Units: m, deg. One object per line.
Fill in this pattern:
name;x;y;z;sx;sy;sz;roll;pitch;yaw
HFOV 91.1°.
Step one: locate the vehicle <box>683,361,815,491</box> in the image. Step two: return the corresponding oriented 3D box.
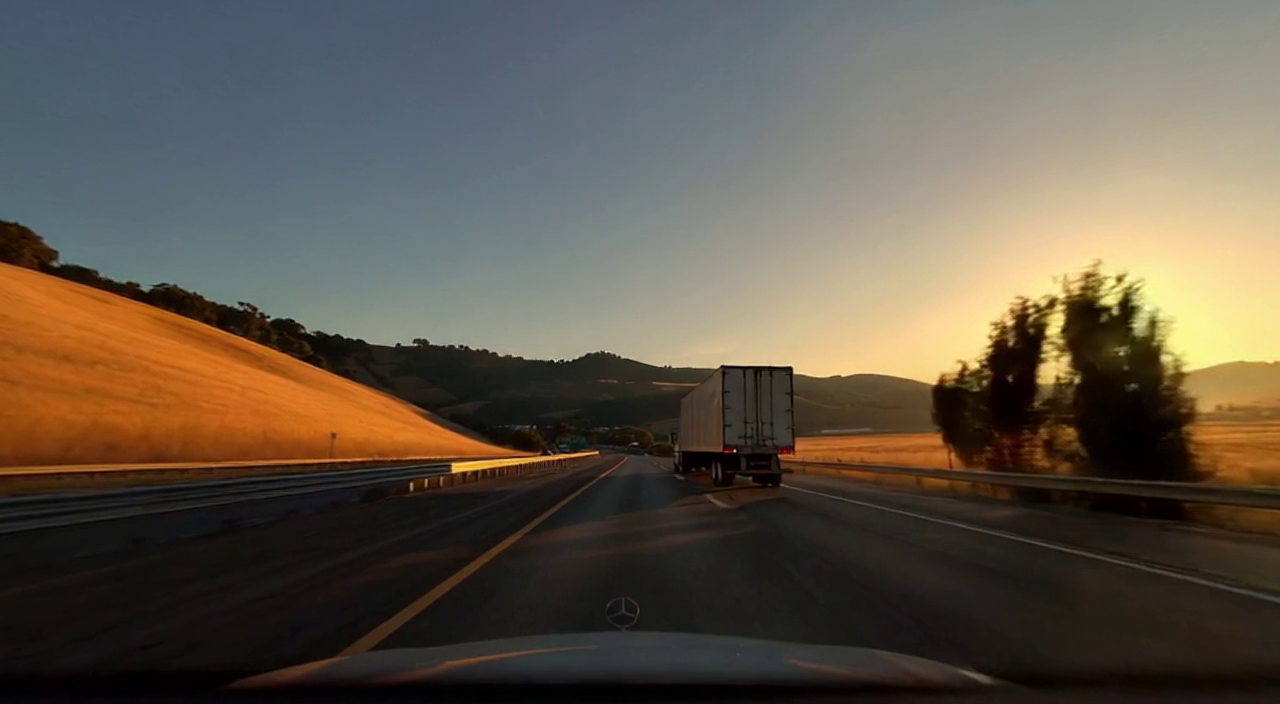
vehicle;3.896;3.356;26.592;2.938;4.076;13.362;0;-9;-1
